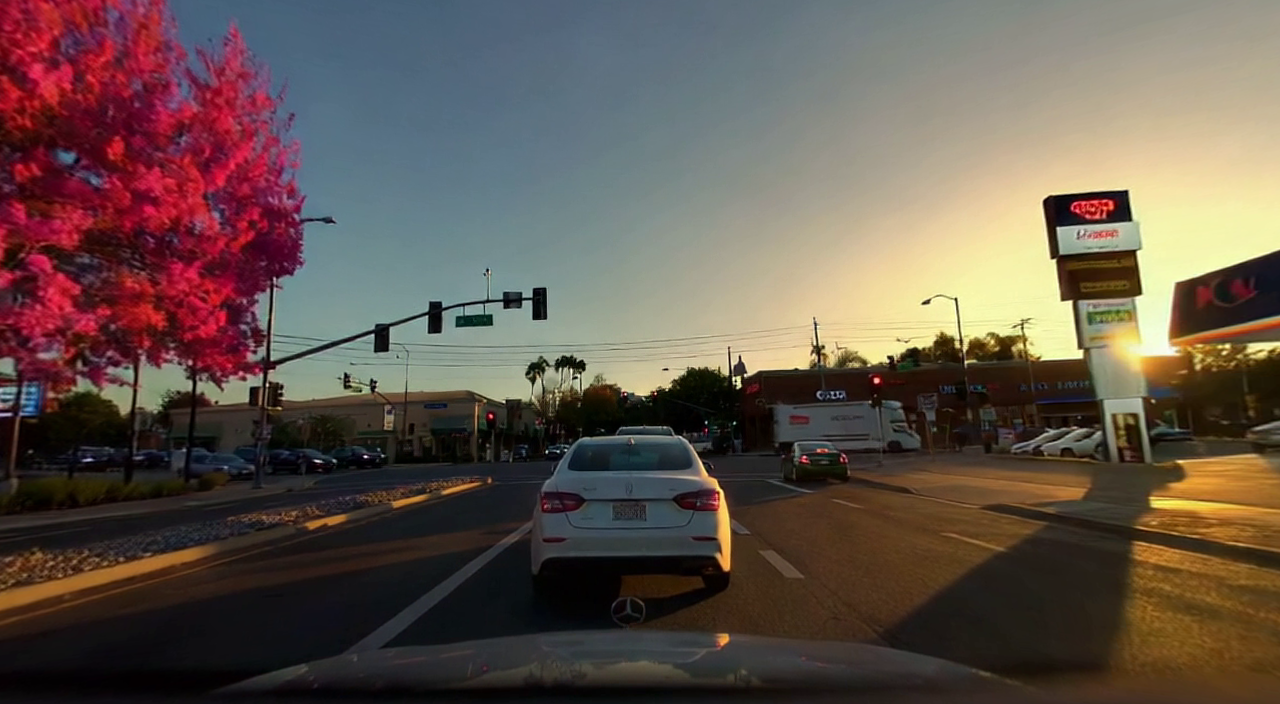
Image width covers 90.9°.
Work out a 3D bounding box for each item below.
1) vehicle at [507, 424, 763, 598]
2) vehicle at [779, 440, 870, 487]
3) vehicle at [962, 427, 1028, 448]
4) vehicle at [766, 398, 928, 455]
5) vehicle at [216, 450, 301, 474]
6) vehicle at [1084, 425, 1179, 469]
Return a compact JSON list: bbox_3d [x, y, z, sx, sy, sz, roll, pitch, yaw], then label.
[{"bbox_3d":[-0.066,1.674,7.546,2.213,1.482,4.057,0,-8,-1],"label":"vehicle"},{"bbox_3d":[6.484,3.953,22.675,1.942,1.511,4.390,0,-8,0],"label":"vehicle"},{"bbox_3d":[27.334,6.598,48.654,3.968,1.572,1.740,0,-9,3],"label":"vehicle"},{"bbox_3d":[15.033,5.569,46.253,10.890,3.868,3.021,-4,-9,25],"label":"vehicle"},{"bbox_3d":[-25.074,7.239,41.512,4.609,1.465,1.944,-2,-8,12],"label":"vehicle"},{"bbox_3d":[18.583,3.568,23.753,4.300,1.495,2.053,8,-11,-43],"label":"vehicle"}]
